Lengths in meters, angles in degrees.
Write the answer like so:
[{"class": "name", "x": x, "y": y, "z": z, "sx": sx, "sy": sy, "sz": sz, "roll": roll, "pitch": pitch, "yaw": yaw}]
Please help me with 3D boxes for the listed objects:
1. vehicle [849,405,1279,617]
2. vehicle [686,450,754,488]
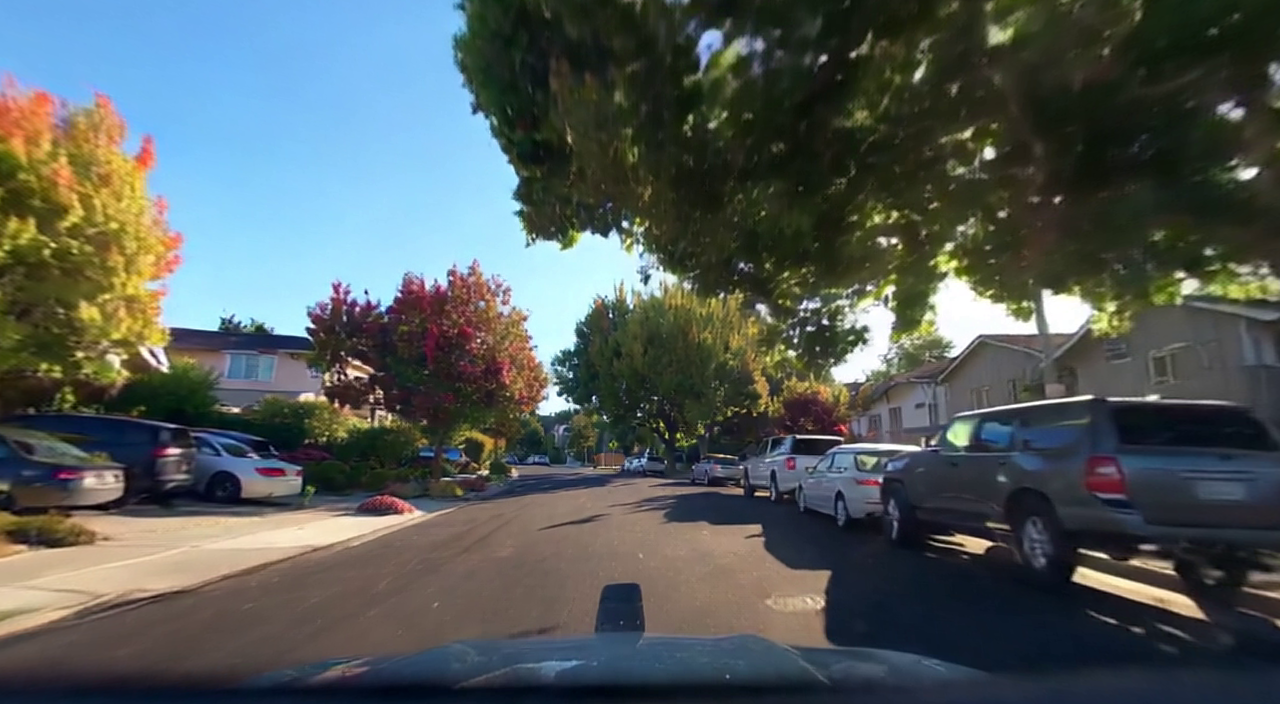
[{"class": "vehicle", "x": 5.402, "y": 1.947, "z": 8.945, "sx": 2.715, "sy": 1.900, "sz": 6.163, "roll": 1, "pitch": -9, "yaw": -1}, {"class": "vehicle", "x": 4.101, "y": 6.094, "z": 33.326, "sx": 2.111, "sy": 1.771, "sz": 4.942, "roll": 1, "pitch": -9, "yaw": -11}]
